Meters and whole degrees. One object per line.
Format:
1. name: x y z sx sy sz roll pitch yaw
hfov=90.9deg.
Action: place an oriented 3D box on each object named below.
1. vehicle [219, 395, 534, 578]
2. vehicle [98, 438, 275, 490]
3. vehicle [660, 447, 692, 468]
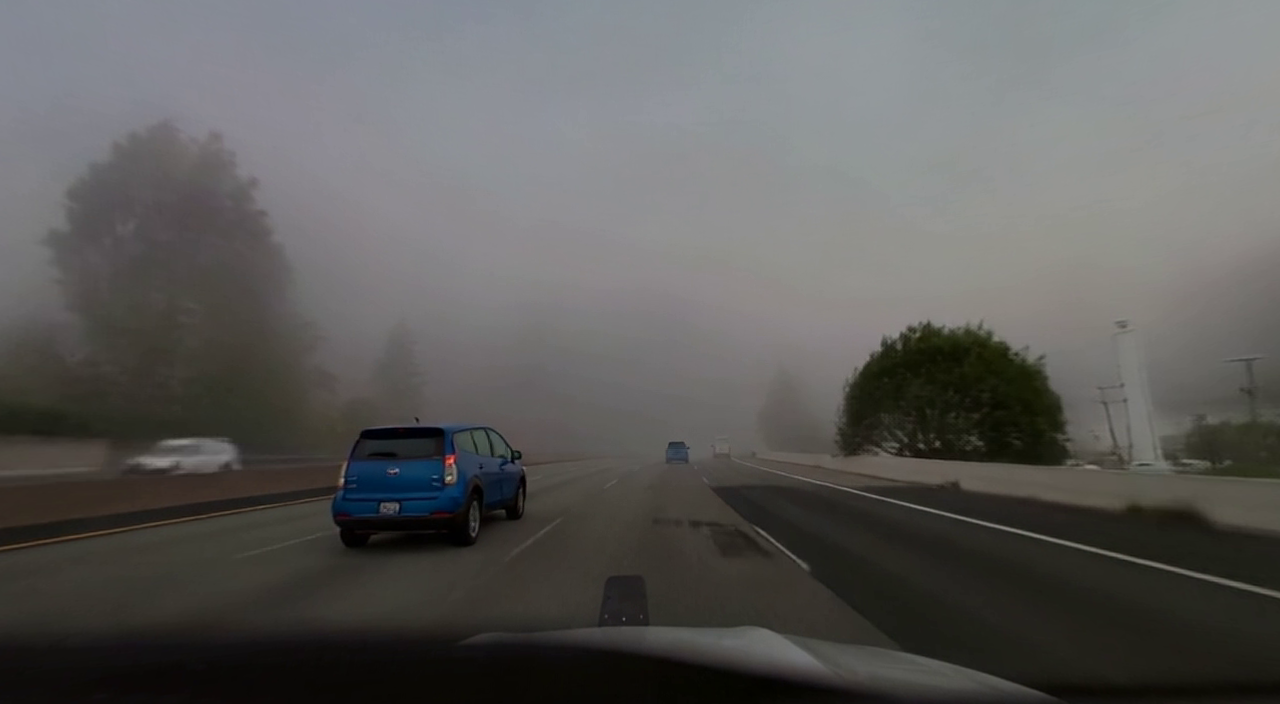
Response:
1. vehicle: -3.064 1.718 8.834 2.185 1.823 4.854 0 -9 1
2. vehicle: -16.628 4.138 23.656 2.275 1.685 5.624 0 -9 2
3. vehicle: 2.542 7.444 44.658 2.158 1.458 3.656 0 -9 3
